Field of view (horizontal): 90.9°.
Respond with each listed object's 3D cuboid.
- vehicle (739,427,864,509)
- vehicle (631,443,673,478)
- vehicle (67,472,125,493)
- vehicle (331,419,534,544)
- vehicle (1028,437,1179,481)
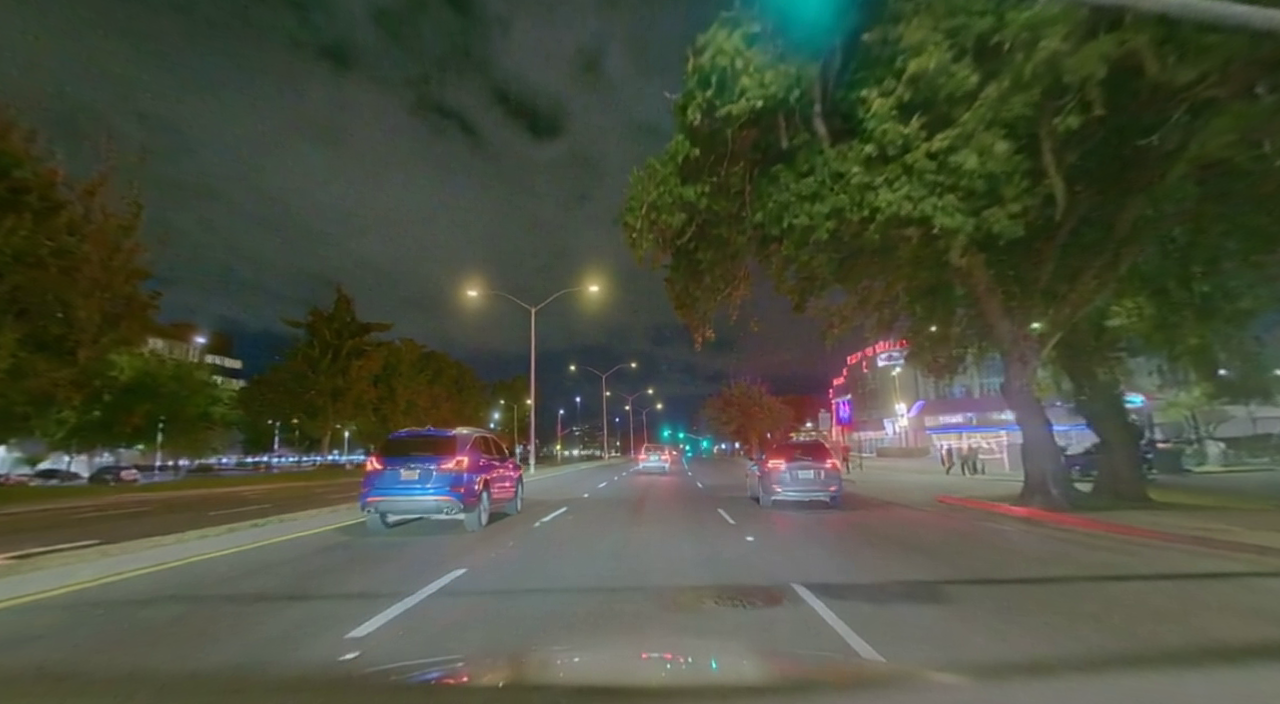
[{"bbox_3d":[3.903,2.887,16.125,2.083,1.779,4.347,0,-9,1],"label":"vehicle"},{"bbox_3d":[0.671,5.619,32.969,2.067,1.702,3.987,0,-9,2],"label":"vehicle"},{"bbox_3d":[-37.912,9.061,43.866,3.811,1.272,1.760,-5,-10,30],"label":"vehicle"},{"bbox_3d":[-3.441,2.244,11.557,2.047,1.810,4.414,0,-9,2],"label":"vehicle"},{"bbox_3d":[18.527,4.291,25.492,4.601,1.603,1.852,-5,-10,28],"label":"vehicle"}]
